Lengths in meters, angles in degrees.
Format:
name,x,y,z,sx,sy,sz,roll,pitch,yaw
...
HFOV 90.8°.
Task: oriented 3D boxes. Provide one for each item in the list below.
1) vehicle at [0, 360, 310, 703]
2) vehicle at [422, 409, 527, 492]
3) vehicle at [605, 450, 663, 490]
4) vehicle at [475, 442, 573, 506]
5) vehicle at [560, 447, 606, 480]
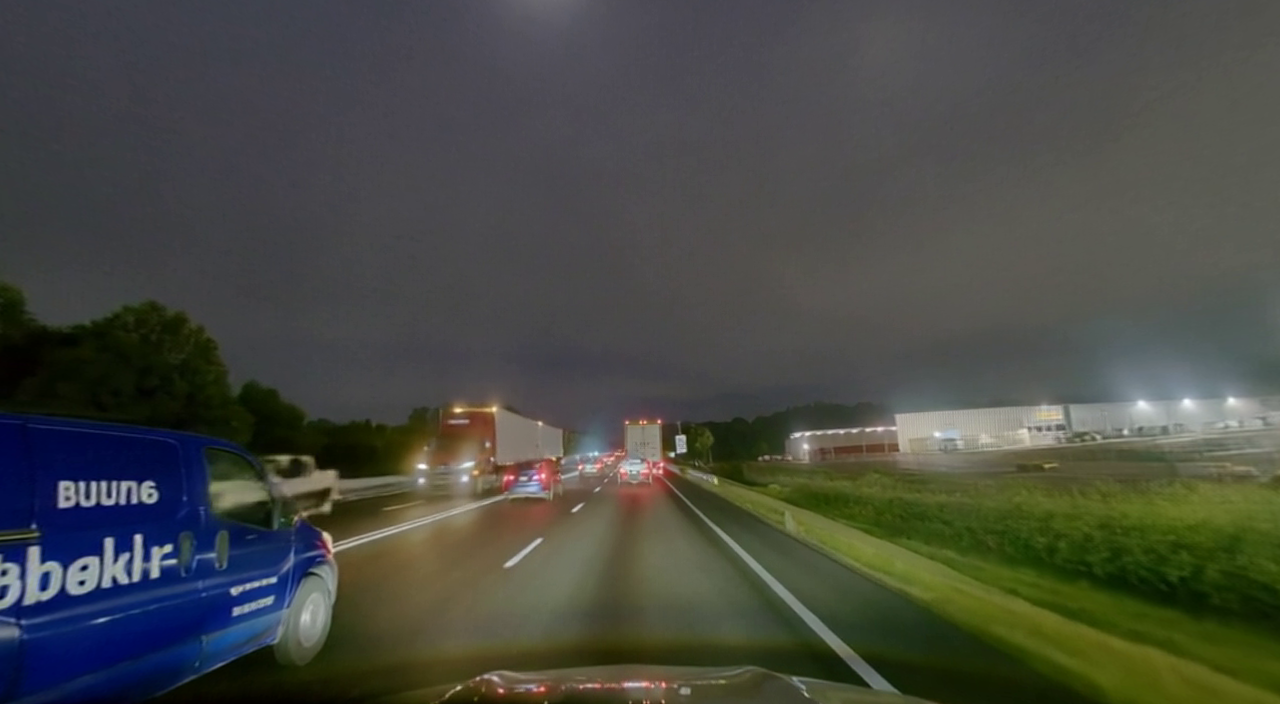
name,x,y,z,sx,sy,sz,roll,pitch,yaw
vehicle,-3.186,0.816,1.650,2.117,1.688,4.582,0,-9,0
vehicle,-6.796,4.162,26.941,2.633,3.064,6.542,-1,-9,1
vehicle,-0.211,4.514,24.472,2.095,1.393,3.908,0,-9,0
vehicle,-3.171,3.427,18.177,1.937,1.600,4.141,0,-9,1
vehicle,-2.997,5.960,33.997,1.994,1.663,4.047,0,-9,1
